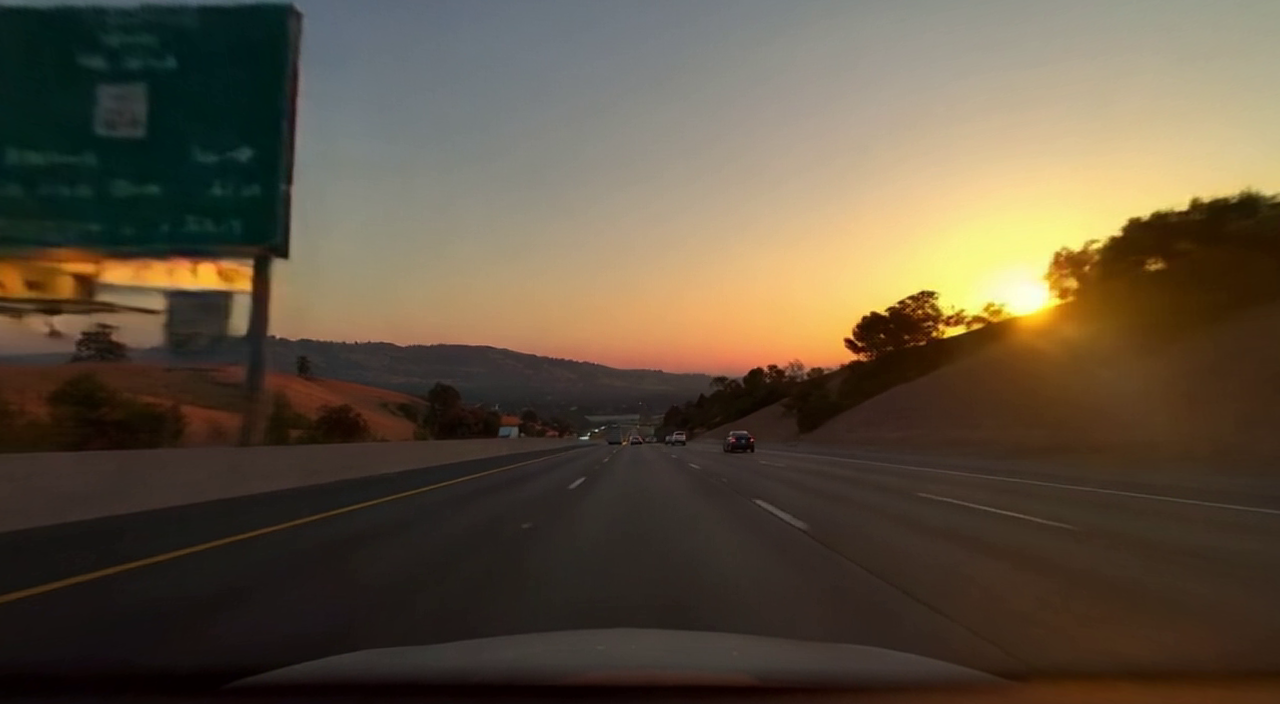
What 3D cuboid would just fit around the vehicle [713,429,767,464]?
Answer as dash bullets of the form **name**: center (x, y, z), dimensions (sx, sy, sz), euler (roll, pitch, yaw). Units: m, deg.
- **vehicle**: center (4.539, 4.354, 29.085), dimensions (1.802, 1.492, 3.804), euler (0, -8, -1)
